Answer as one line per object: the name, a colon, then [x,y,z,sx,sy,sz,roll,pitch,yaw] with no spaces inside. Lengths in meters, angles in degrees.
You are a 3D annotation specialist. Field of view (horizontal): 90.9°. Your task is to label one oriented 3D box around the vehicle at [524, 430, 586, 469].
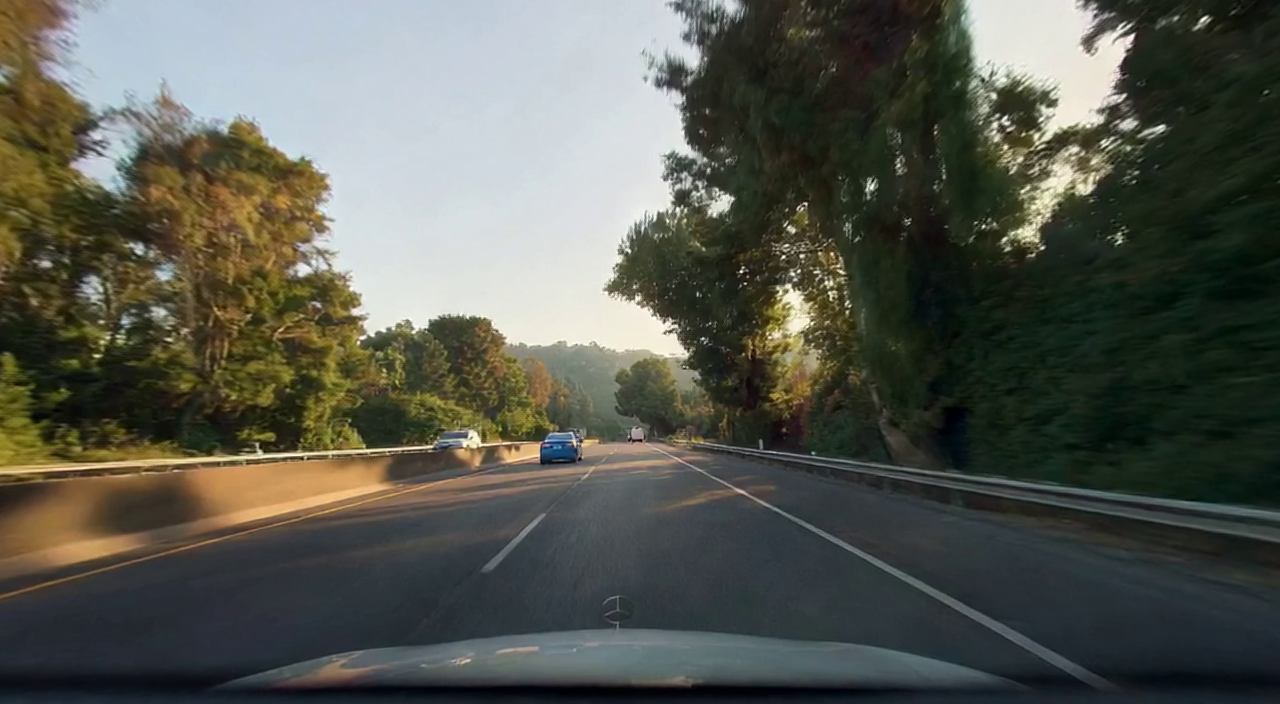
vehicle: [-3.445,4.032,26.200,2.085,1.479,3.846,0,-8,0]
